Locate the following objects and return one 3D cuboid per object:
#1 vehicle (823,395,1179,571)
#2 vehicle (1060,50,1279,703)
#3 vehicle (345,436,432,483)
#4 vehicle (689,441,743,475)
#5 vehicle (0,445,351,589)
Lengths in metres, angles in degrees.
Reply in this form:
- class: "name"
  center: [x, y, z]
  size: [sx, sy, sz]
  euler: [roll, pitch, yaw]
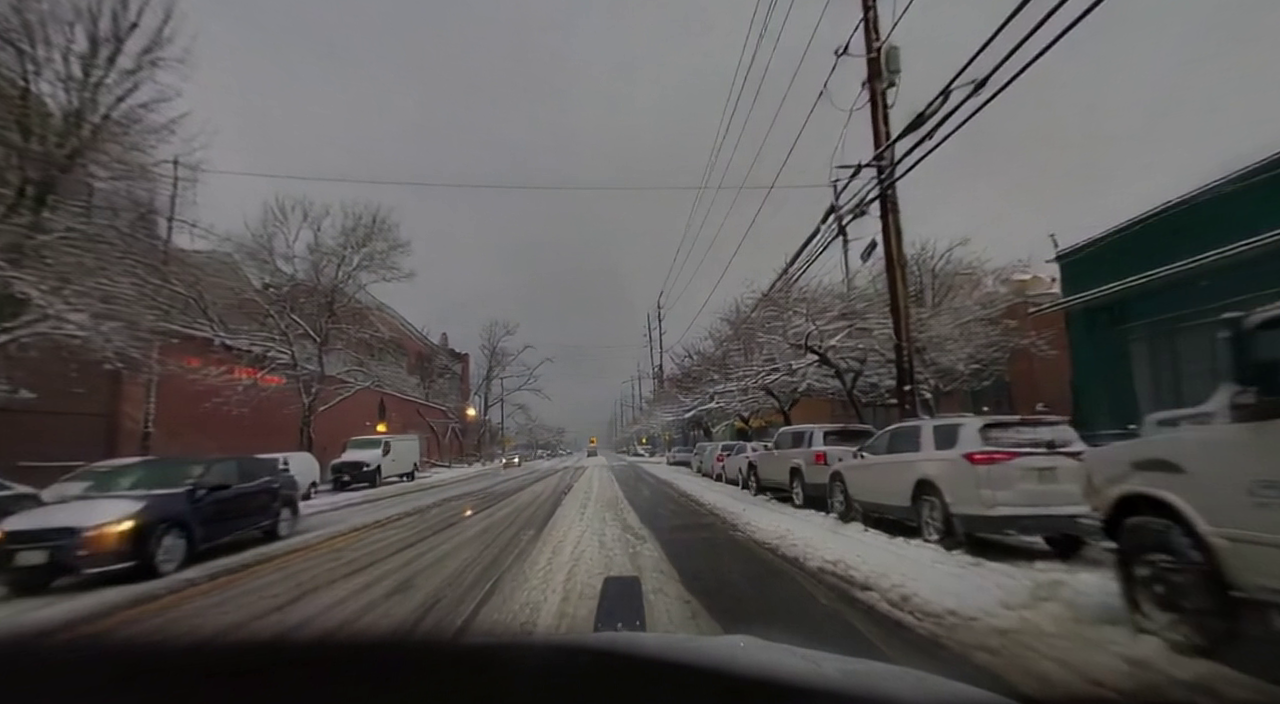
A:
- class: "vehicle"
  center: [4.499, 1.727, 9.171]
  size: [1.897, 1.804, 5.164]
  euler: [0, -8, -3]
- class: "vehicle"
  center: [4.666, -0.214, 0.624]
  size: [2.815, 3.203, 7.558]
  euler: [0, -8, -4]
- class: "vehicle"
  center: [-12.545, 5.430, 31.955]
  size: [2.236, 2.057, 5.416]
  euler: [-2, -10, -1]
- class: "vehicle"
  center: [3.540, 4.988, 29.995]
  size: [1.805, 1.504, 4.089]
  euler: [0, -8, -4]
- class: "vehicle"
  center: [-5.986, 2.063, 8.912]
  size: [1.925, 1.479, 4.444]
  euler: [0, -8, -3]
